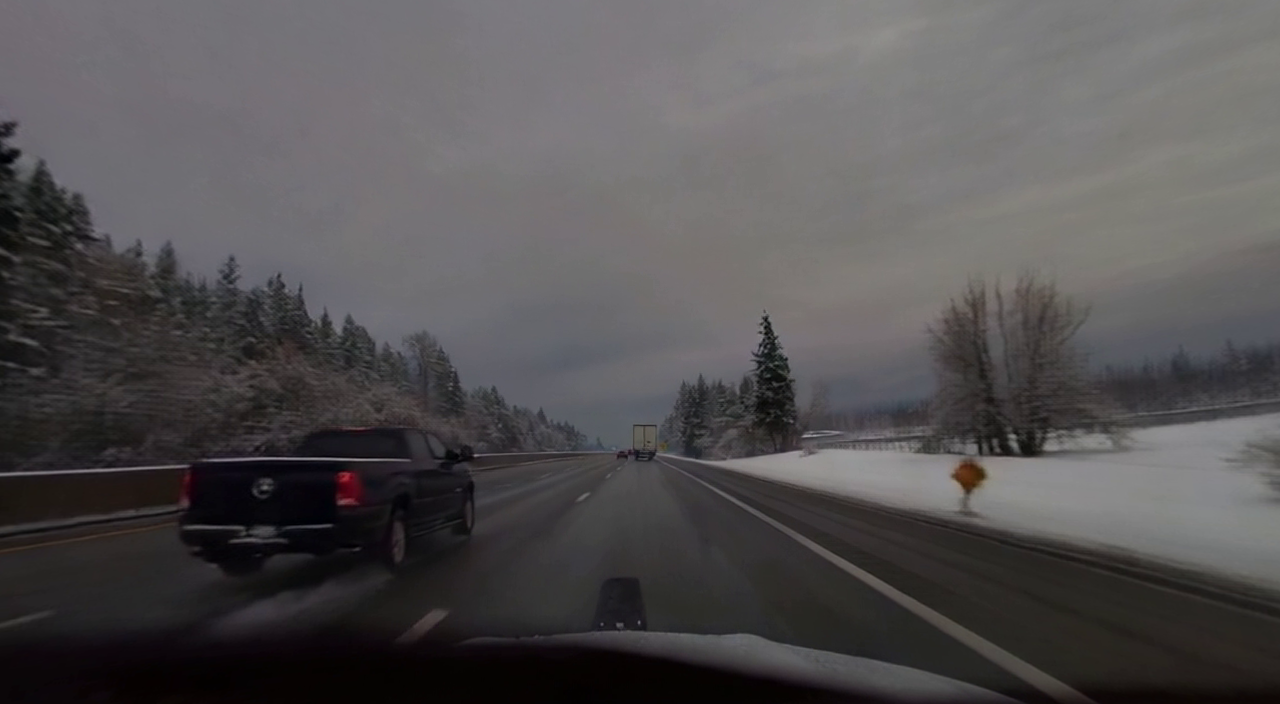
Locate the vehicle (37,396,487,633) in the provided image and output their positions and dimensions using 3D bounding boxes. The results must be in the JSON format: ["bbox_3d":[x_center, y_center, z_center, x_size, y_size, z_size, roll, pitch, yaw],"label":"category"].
[{"bbox_3d":[-3.277,1.522,6.900,2.017,1.680,4.636,0,-9,0],"label":"vehicle"}]
